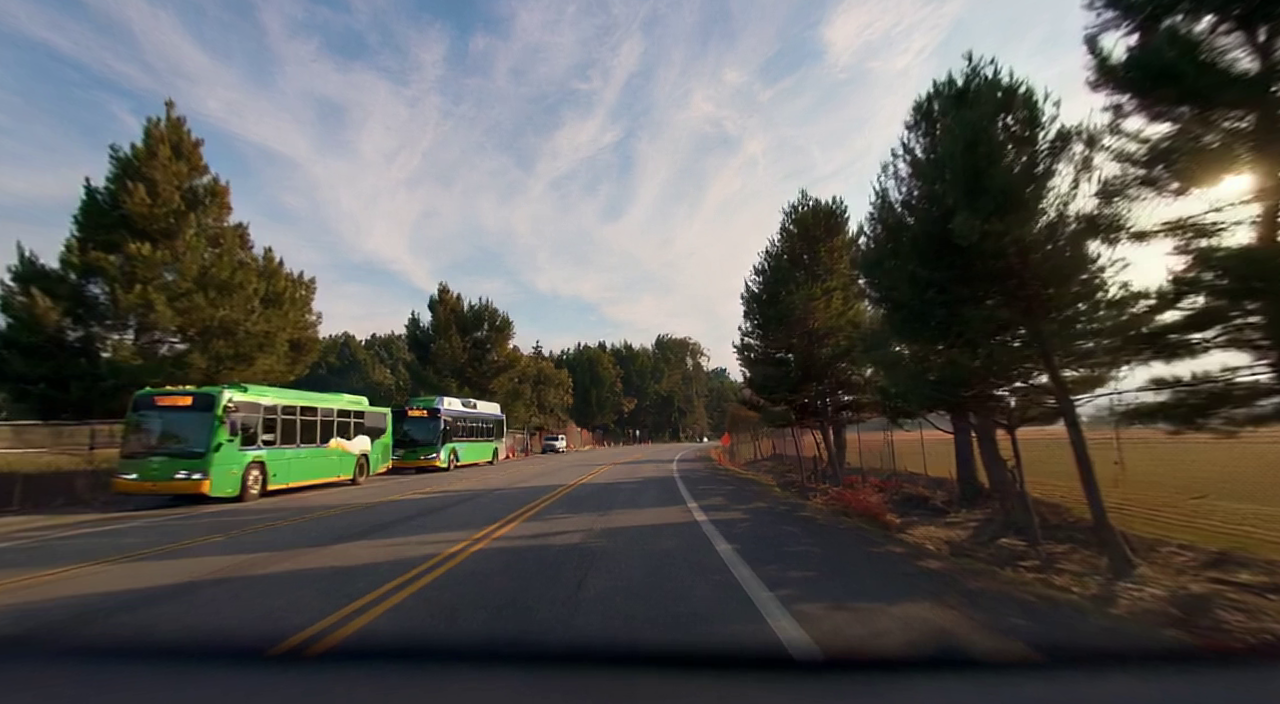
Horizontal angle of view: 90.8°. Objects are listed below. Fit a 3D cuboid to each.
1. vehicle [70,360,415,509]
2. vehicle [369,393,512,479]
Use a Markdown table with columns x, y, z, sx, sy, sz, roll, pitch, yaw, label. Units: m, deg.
| x | y | z | sx | sy | sz | roll | pitch | yaw | label |
| --- | --- | --- | --- | --- | --- | --- | --- | --- | --- |
| -10.687 | 2.544 | 19.009 | 3.057 | 3.290 | 9.617 | -1 | -9 | 8 | vehicle |
| -9.999 | 4.462 | 33.749 | 3.092 | 3.562 | 12.230 | -3 | -8 | 3 | vehicle |
